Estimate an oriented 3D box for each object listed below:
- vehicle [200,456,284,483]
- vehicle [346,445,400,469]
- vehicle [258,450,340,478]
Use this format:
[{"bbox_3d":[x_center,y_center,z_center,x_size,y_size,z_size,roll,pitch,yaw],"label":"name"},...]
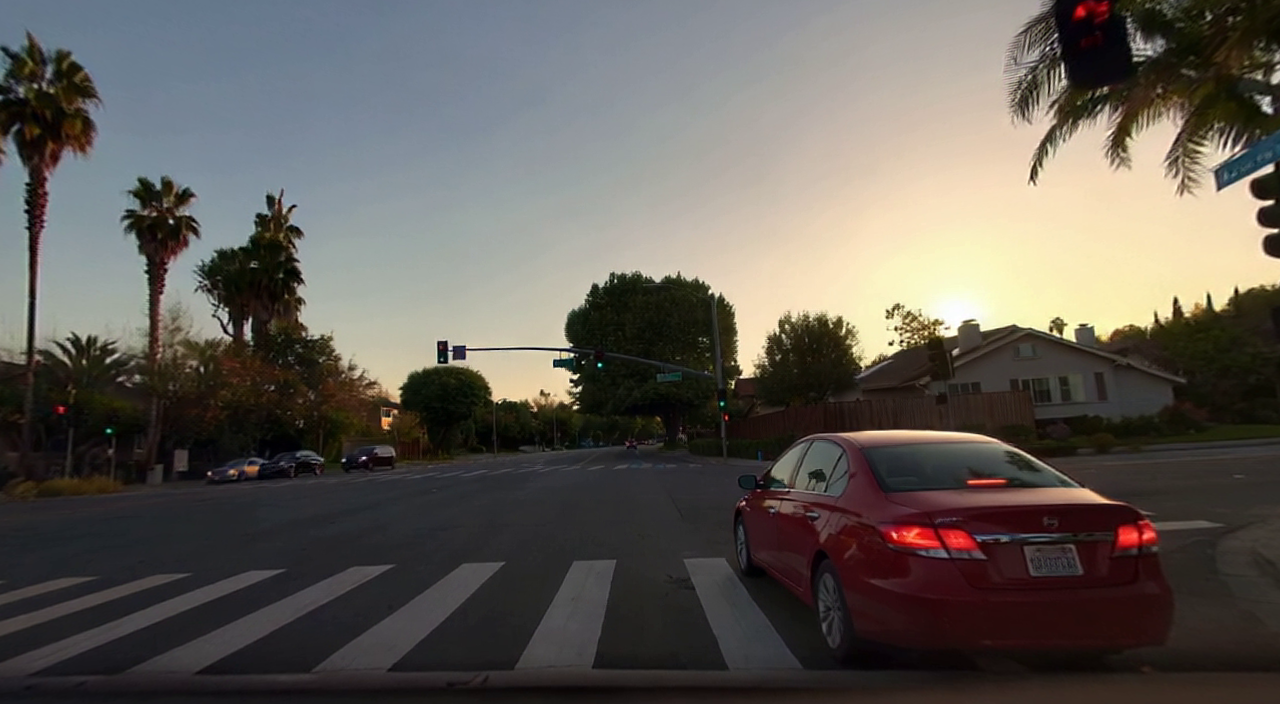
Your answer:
[{"bbox_3d":[-24.123,7.123,38.544,2.019,1.427,4.630,0,-9,2],"label":"vehicle"},{"bbox_3d":[-19.874,7.832,47.193,1.929,1.644,4.763,0,-9,0],"label":"vehicle"},{"bbox_3d":[-20.040,6.568,37.442,2.084,1.528,4.778,0,-9,1],"label":"vehicle"}]
